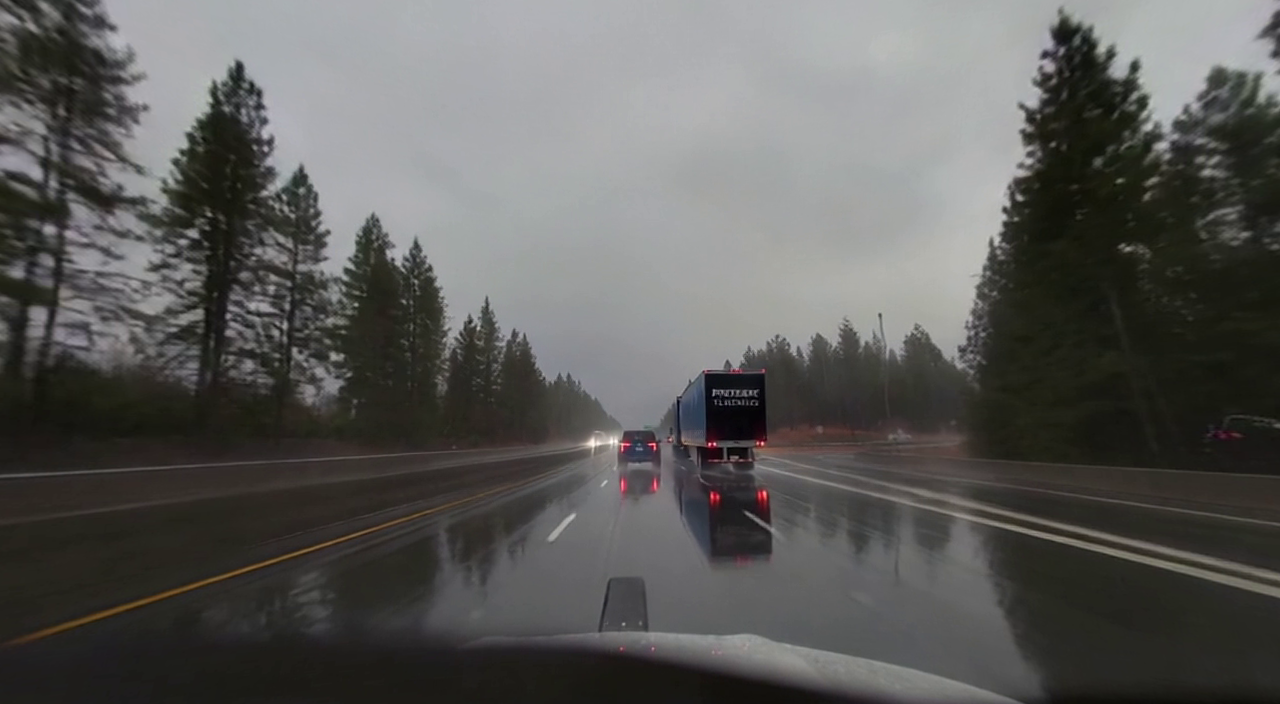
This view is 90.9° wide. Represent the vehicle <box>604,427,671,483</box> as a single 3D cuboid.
[{"bbox_3d":[-0.100,3.815,23.554,2.222,1.848,4.610,0,-8,0],"label":"vehicle"}]

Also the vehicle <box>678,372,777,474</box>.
[{"bbox_3d":[4.075,4.120,34.146,2.899,4.160,16.621,0,-8,0],"label":"vehicle"}]
